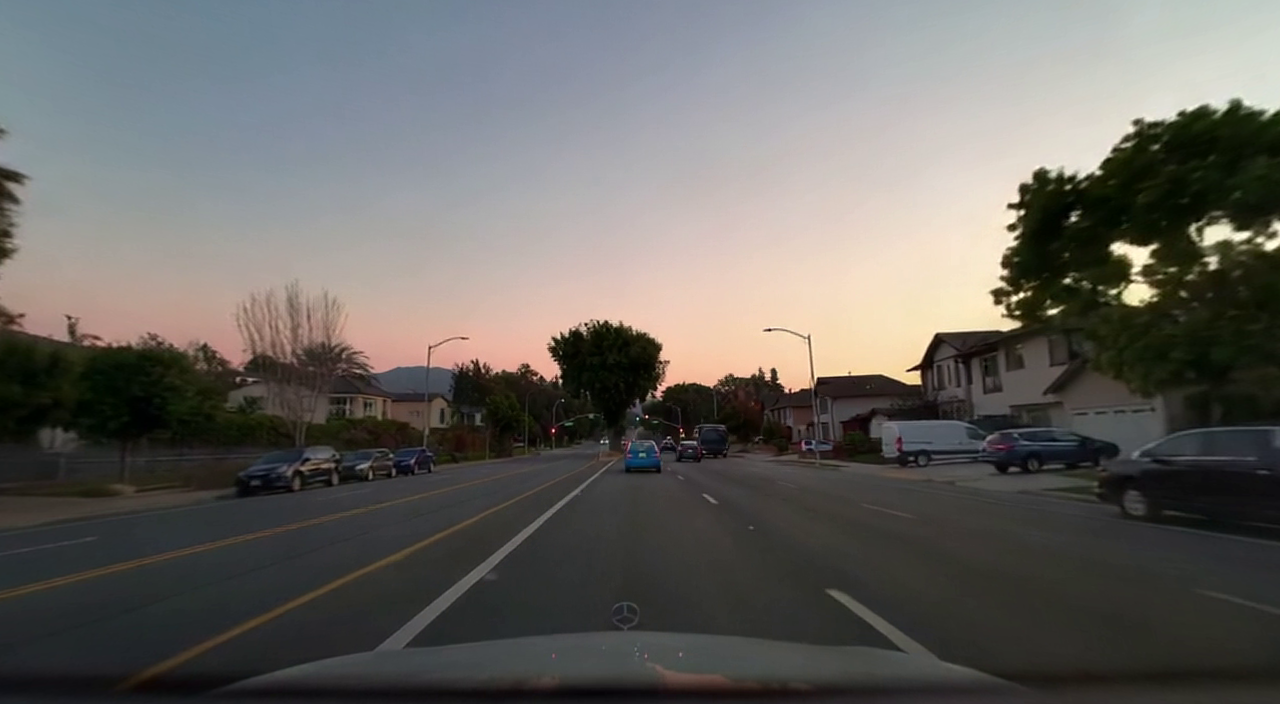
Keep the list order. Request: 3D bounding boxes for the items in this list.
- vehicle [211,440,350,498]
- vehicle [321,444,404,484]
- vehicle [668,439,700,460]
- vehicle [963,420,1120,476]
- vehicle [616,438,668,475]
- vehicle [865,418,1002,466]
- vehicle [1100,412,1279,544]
[{"bbox_3d":[-14.517,4.733,26.092,2.351,2.008,5.971,-2,-8,-1],"label":"vehicle"},{"bbox_3d":[-14.468,5.845,33.301,2.140,1.899,4.900,0,-9,0],"label":"vehicle"},{"bbox_3d":[3.353,7.615,49.229,2.161,1.519,4.568,0,-9,0],"label":"vehicle"},{"bbox_3d":[15.091,3.643,23.949,4.481,1.988,2.065,0,-9,-1],"label":"vehicle"},{"bbox_3d":[0.033,4.538,27.614,2.093,1.497,4.010,0,-9,-1],"label":"vehicle"},{"bbox_3d":[14.711,4.538,31.947,5.696,2.299,2.292,0,-9,-2],"label":"vehicle"},{"bbox_3d":[9.726,1.844,9.517,2.139,1.772,4.468,0,-9,-1],"label":"vehicle"}]
